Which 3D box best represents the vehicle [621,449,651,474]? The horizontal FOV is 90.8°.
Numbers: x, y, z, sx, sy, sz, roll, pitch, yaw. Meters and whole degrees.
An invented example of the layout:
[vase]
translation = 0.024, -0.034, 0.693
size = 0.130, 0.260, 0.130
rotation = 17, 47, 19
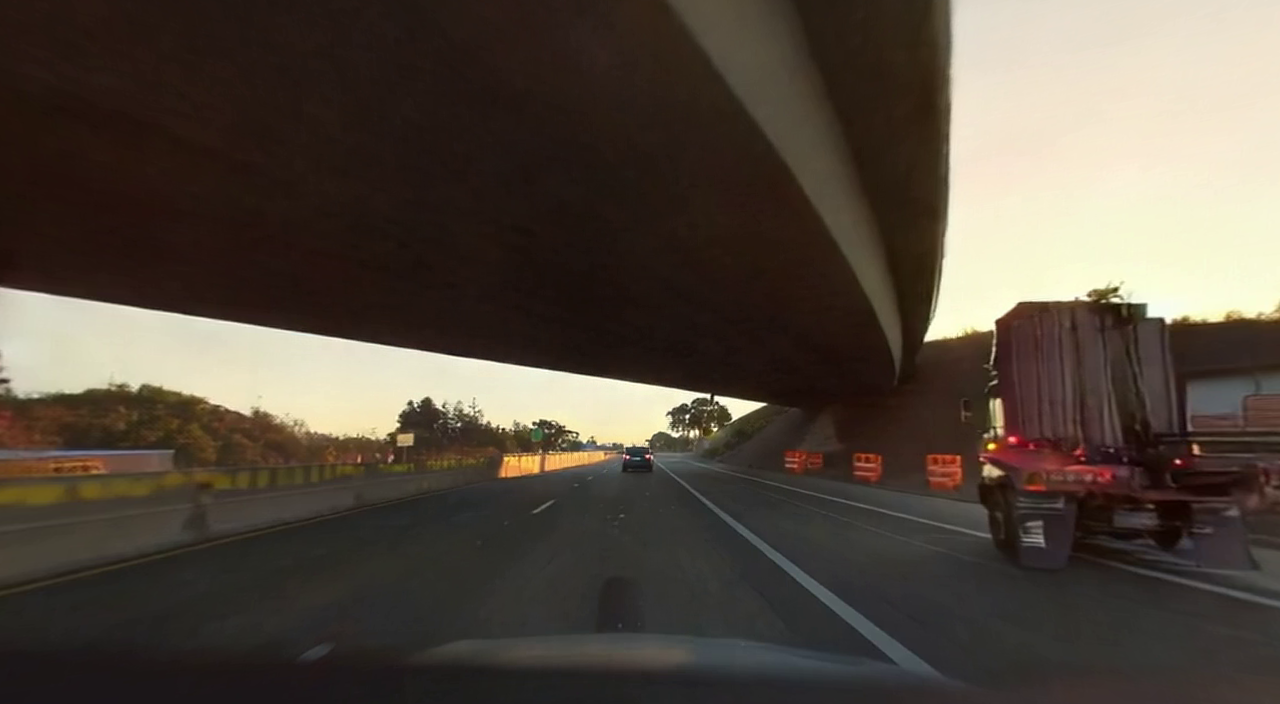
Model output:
[vehicle]
translation = -0.199, 6.574, 38.162
size = 1.695, 1.437, 3.506
rotation = 0, -9, 1
